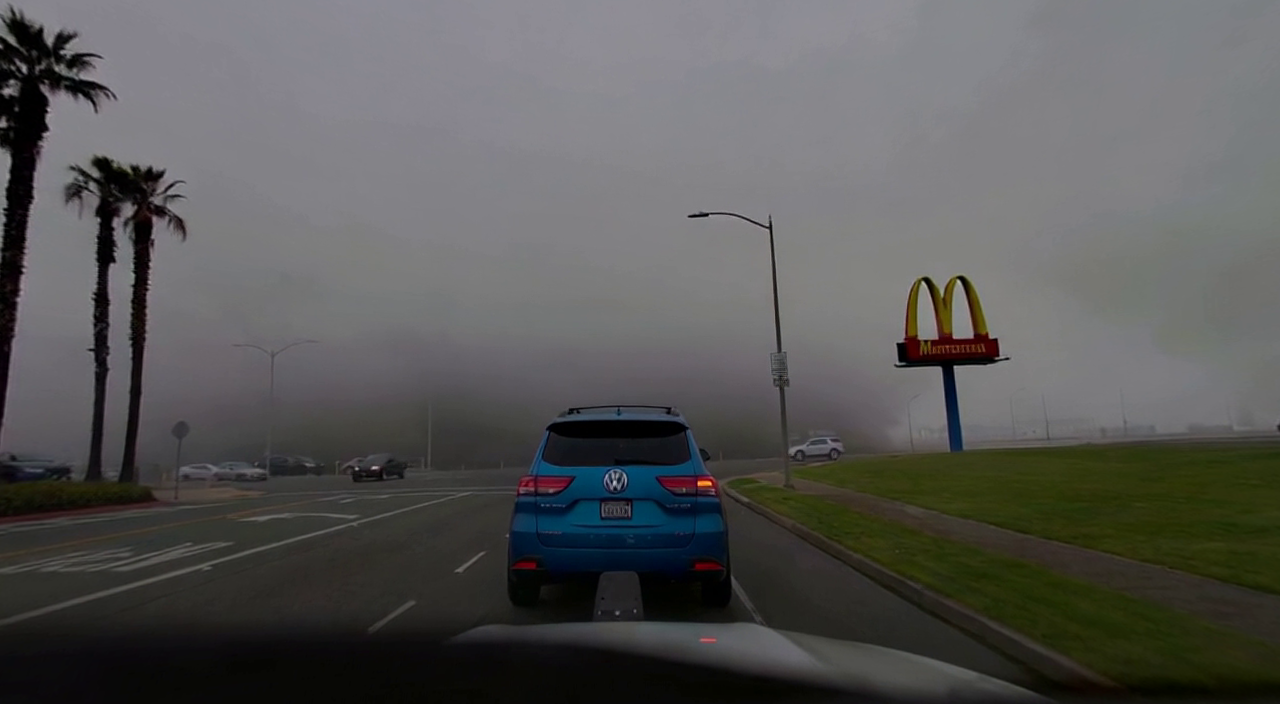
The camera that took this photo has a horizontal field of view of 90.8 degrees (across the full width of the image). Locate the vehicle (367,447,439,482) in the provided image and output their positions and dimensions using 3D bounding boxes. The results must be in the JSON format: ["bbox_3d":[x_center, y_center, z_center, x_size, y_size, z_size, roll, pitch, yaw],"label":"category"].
[{"bbox_3d":[-12.506,5.915,33.611,1.965,1.718,4.466,0,-9,2],"label":"vehicle"}]

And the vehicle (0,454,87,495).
[{"bbox_3d":[-28.098,5.432,28.216,4.584,1.714,2.186,4,-10,-27],"label":"vehicle"}]

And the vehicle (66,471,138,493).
[{"bbox_3d":[-39.930,9.623,47.021,1.602,1.400,4.220,0,-9,0],"label":"vehicle"}]

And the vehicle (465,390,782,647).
[{"bbox_3d":[-0.136,1.418,6.324,2.137,1.728,3.926,0,-9,-1],"label":"vehicle"}]

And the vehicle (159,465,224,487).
[{"bbox_3d":[-33.307,9.223,47.019,1.792,1.439,3.952,-1,-9,3],"label":"vehicle"}]

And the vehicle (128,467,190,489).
[{"bbox_3d":[-35.619,9.322,46.889,1.641,1.375,3.640,0,-9,1],"label":"vehicle"}]
